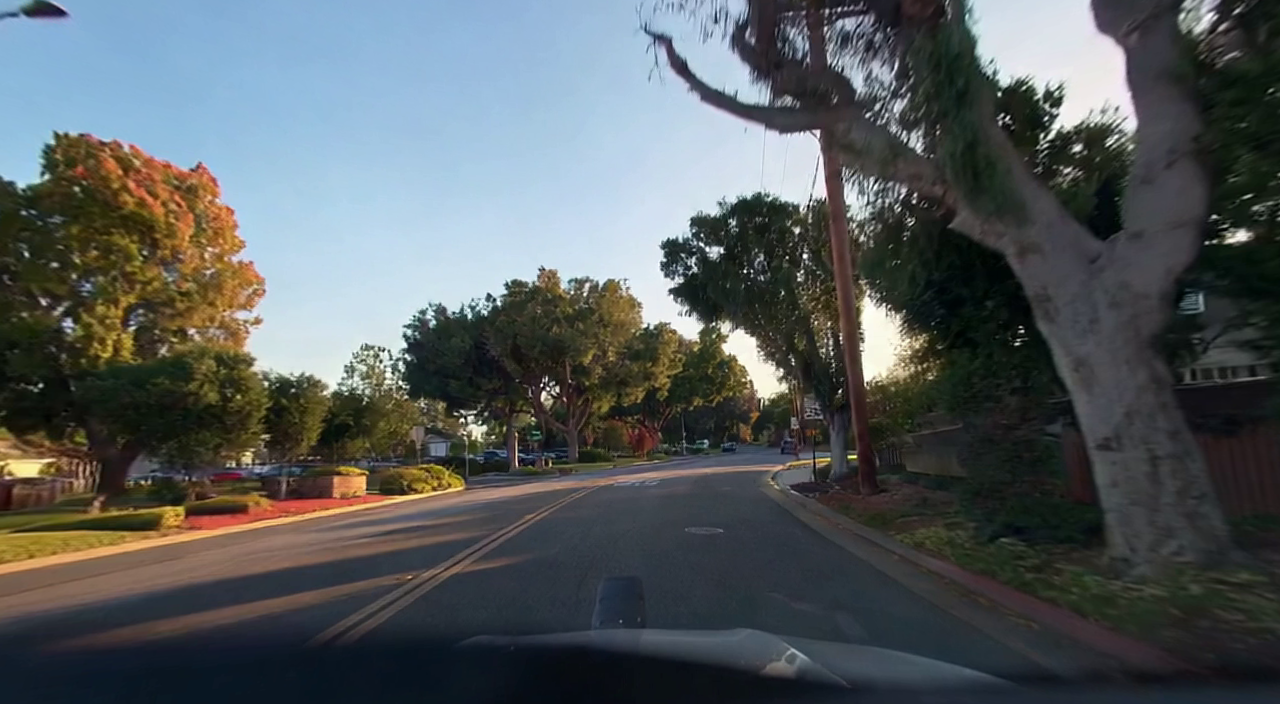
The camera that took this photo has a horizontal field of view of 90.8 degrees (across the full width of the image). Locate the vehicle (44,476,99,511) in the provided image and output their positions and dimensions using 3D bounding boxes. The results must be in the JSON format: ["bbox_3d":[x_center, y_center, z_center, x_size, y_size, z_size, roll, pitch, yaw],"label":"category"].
[{"bbox_3d":[-30.495,7.519,33.840,1.849,1.484,4.693,8,-12,-43],"label":"vehicle"}]

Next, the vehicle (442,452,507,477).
[{"bbox_3d":[-12.779,8.644,48.576,4.675,1.442,1.906,-2,-8,-19],"label":"vehicle"}]

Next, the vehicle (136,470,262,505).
[{"bbox_3d":[-22.225,6.830,32.100,4.943,1.493,2.036,4,-9,-28],"label":"vehicle"}]
